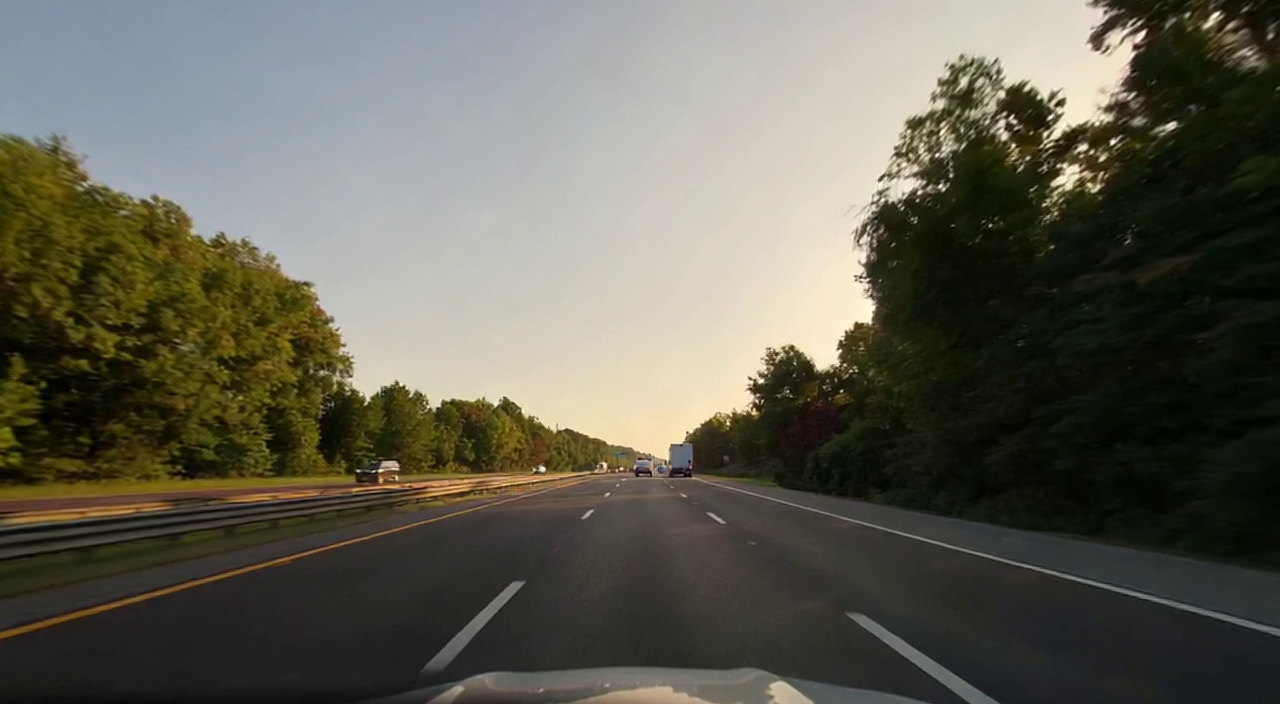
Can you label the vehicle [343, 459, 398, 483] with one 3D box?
[{"bbox_3d":[-18.552,8.226,43.456,1.785,1.513,4.361,1,-10,1],"label":"vehicle"}]
